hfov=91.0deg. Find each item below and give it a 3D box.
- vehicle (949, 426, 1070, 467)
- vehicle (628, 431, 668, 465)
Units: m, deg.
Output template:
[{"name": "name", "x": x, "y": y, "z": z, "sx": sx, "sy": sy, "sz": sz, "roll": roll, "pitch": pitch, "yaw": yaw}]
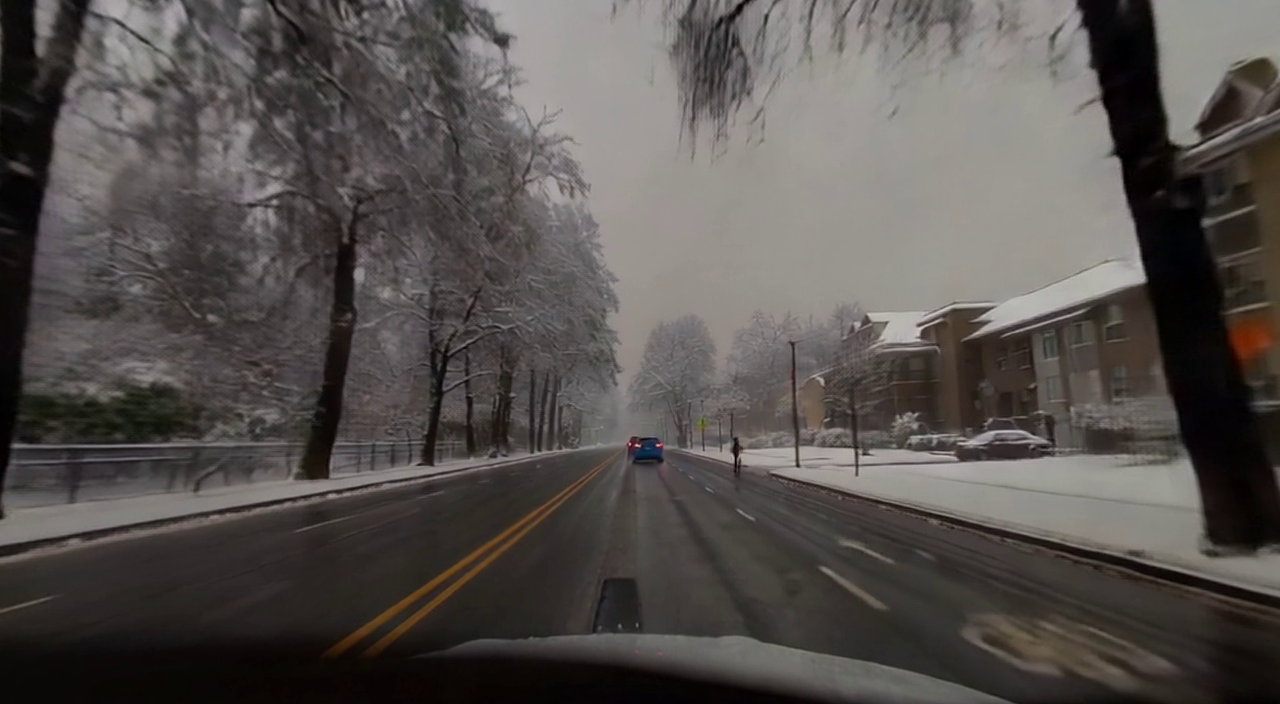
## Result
[{"name": "vehicle", "x": 17.197, "y": 4.415, "z": 29.496, "sx": 4.237, "sy": 1.819, "sz": 2.245, "roll": 0, "pitch": -9, "yaw": 0}, {"name": "vehicle", "x": 0.373, "y": 5.069, "z": 33.317, "sx": 1.981, "sy": 1.703, "sz": 3.691, "roll": 0, "pitch": -8, "yaw": 0}]
